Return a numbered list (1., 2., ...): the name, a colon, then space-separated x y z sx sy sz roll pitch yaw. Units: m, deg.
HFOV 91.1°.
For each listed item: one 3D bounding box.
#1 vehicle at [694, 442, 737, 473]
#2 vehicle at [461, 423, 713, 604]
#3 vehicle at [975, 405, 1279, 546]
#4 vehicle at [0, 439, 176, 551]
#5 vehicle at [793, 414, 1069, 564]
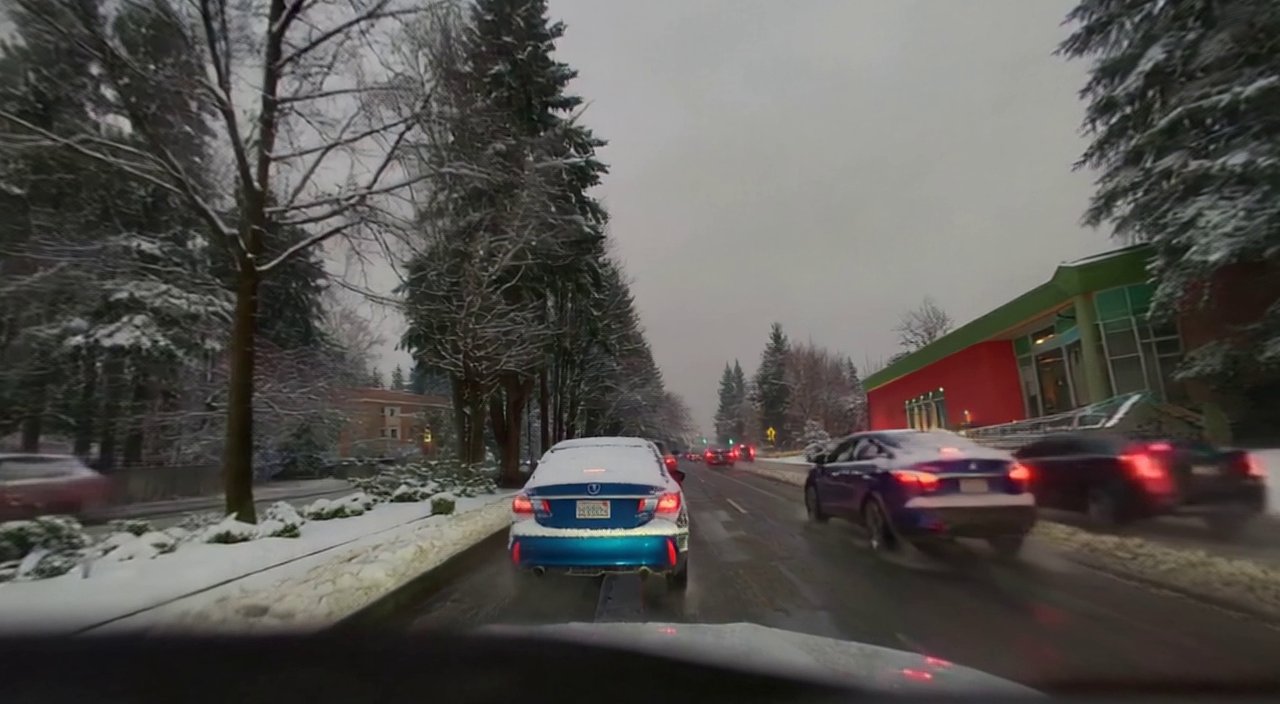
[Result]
1. vehicle: 4.274 6.034 36.108 1.946 1.648 4.230 0 -9 1
2. vehicle: -0.454 1.668 7.368 2.111 1.506 4.018 0 -8 0
3. vehicle: 7.610 1.864 10.051 2.064 1.747 4.372 0 -9 1
4. vehicle: -12.083 2.602 11.771 2.257 1.904 5.751 0 -9 1
5. vehicle: 3.730 1.827 9.125 1.971 1.637 4.317 0 -9 1
